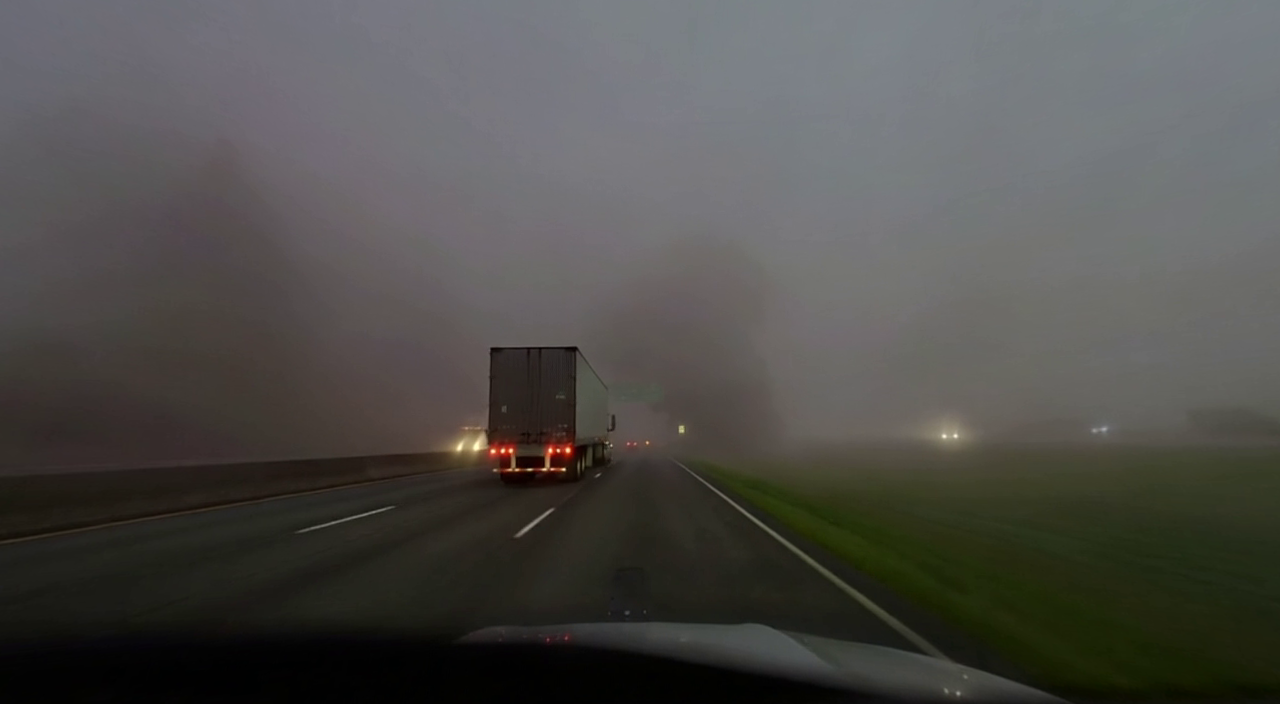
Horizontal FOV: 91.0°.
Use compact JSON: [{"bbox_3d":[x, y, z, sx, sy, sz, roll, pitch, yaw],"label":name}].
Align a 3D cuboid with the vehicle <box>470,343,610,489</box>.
[{"bbox_3d":[-3.101,2.779,24.586,2.947,4.051,14.256,0,-8,1],"label":"vehicle"}]
